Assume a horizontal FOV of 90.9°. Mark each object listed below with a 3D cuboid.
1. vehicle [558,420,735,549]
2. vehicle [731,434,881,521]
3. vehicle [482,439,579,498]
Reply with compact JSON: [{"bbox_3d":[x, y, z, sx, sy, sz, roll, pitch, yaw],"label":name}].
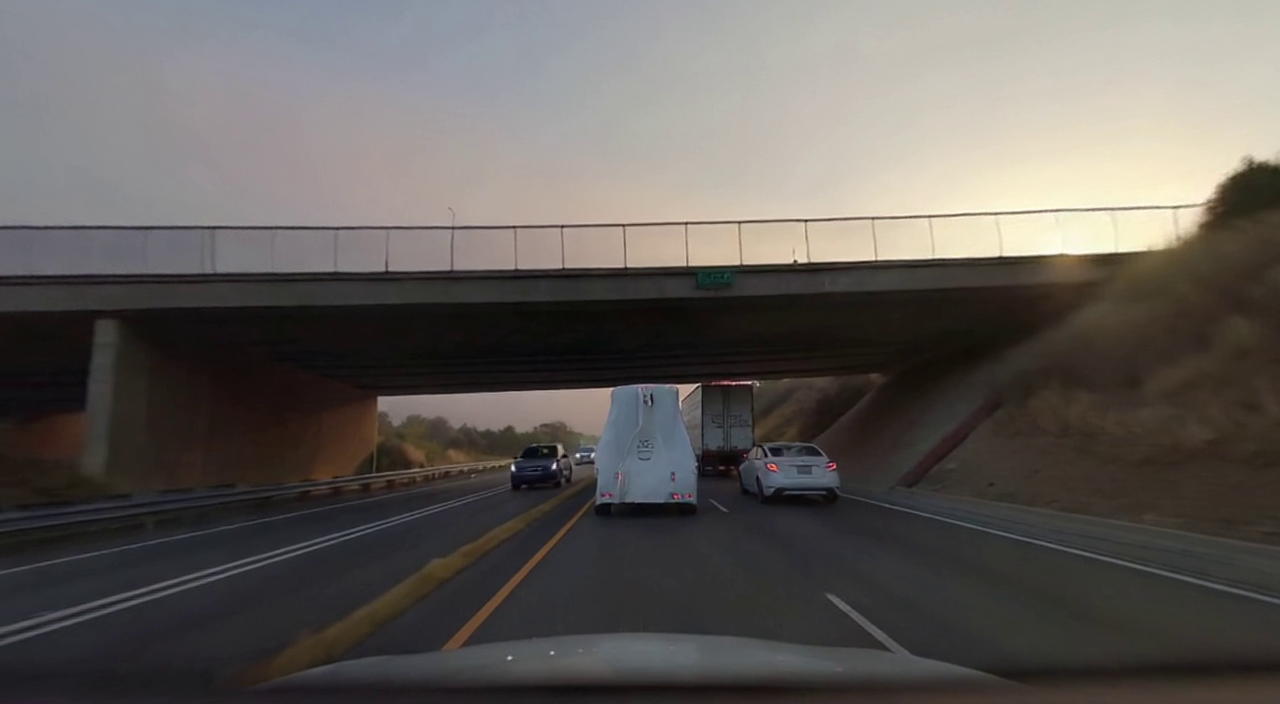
[{"bbox_3d":[0.105,2.018,10.162,2.256,1.615,4.114,-1,-9,1],"label":"vehicle"},{"bbox_3d":[3.220,2.525,13.128,1.972,1.505,3.946,-1,-9,-1],"label":"vehicle"},{"bbox_3d":[-3.192,3.522,19.420,2.122,1.569,4.294,-1,-9,2],"label":"vehicle"}]
